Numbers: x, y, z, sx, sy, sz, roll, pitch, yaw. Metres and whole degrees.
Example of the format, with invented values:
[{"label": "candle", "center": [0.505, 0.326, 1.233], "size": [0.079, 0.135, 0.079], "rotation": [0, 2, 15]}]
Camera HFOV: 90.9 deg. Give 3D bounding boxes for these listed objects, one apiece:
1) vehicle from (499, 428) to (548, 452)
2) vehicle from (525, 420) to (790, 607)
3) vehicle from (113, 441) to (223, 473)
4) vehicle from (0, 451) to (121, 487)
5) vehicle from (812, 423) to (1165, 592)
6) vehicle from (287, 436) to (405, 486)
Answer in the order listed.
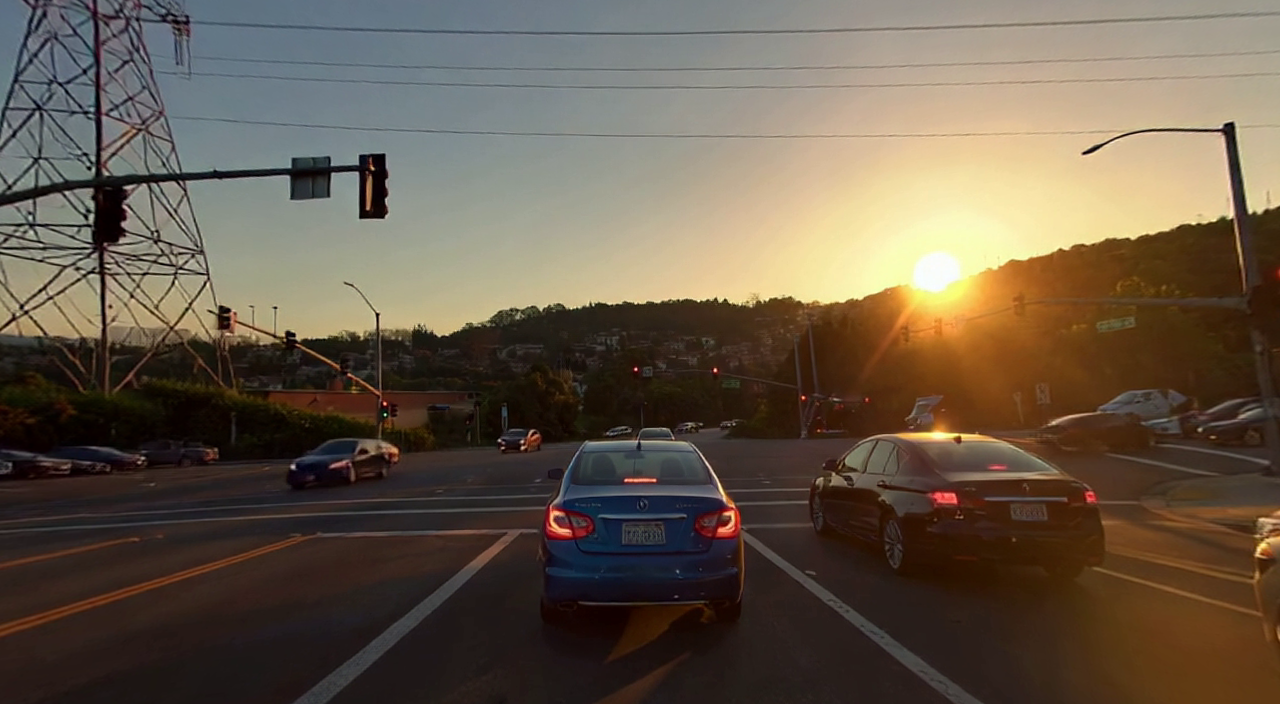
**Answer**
[{"label": "vehicle", "center": [-8.795, 6.741, 48.112], "size": [2.269, 1.716, 5.700], "rotation": [-1, -8, 4]}, {"label": "vehicle", "center": [0.125, 1.597, 7.130], "size": [2.117, 1.474, 4.036], "rotation": [0, -8, 0]}, {"label": "vehicle", "center": [-25.995, 5.772, 34.811], "size": [4.417, 1.637, 1.956], "rotation": [0, -8, -2]}, {"label": "vehicle", "center": [-25.897, 5.118, 27.770], "size": [4.263, 1.464, 1.895], "rotation": [0, -8, -1]}, {"label": "vehicle", "center": [3.666, 1.684, 7.722], "size": [1.835, 1.473, 4.190], "rotation": [0, -8, -2]}, {"label": "vehicle", "center": [-9.870, 3.680, 21.563], "size": [1.910, 1.537, 4.123], "rotation": [-1, -8, 2]}]
